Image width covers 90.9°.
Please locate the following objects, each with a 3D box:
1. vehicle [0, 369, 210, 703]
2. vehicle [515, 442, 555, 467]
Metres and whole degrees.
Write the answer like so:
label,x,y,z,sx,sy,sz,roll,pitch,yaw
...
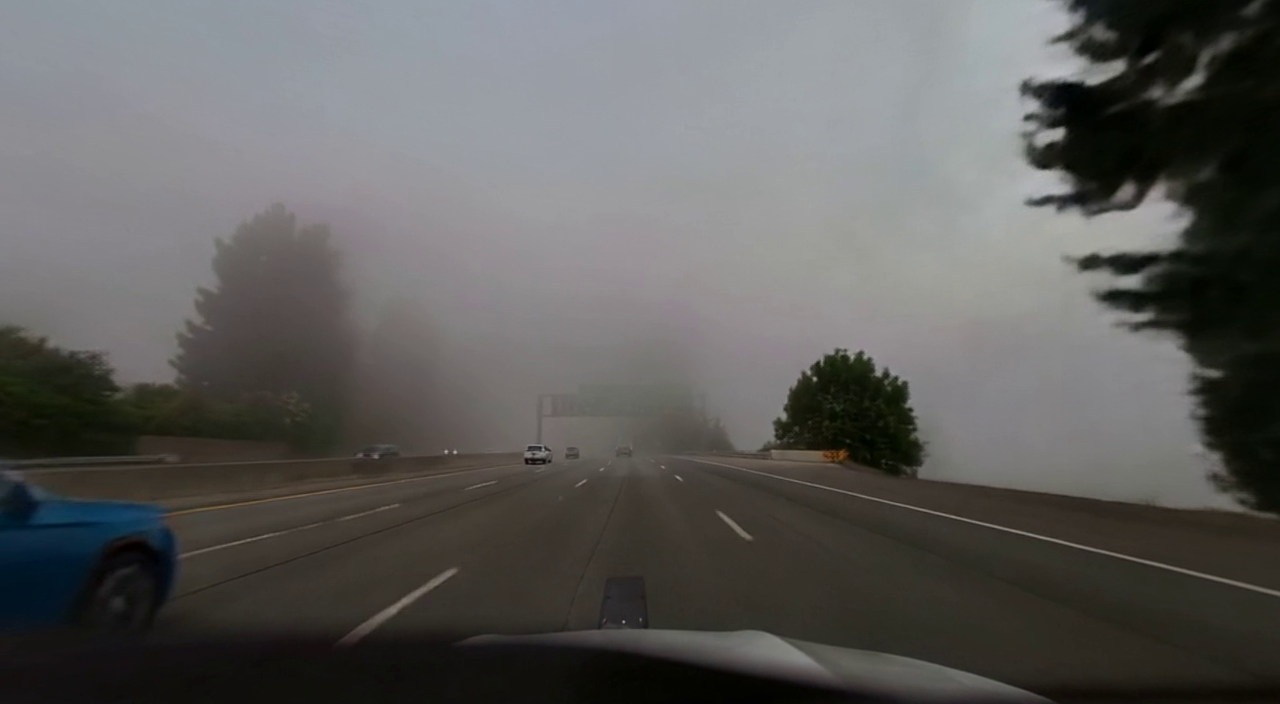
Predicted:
label,x,y,z,sx,sy,sz,roll,pitch,yaw
vehicle,-4.255,0.834,2.266,2.162,1.724,4.537,0,-8,0
vehicle,-7.757,7.621,47.083,2.179,1.710,5.160,0,-8,0
